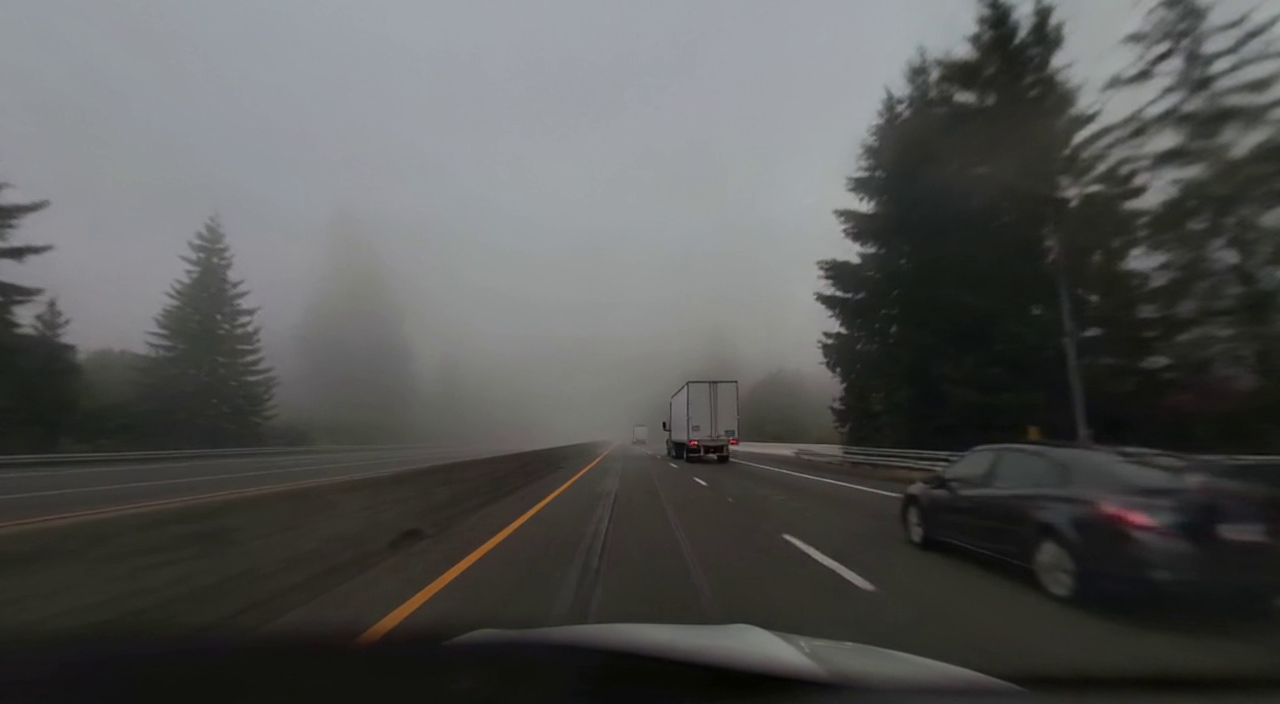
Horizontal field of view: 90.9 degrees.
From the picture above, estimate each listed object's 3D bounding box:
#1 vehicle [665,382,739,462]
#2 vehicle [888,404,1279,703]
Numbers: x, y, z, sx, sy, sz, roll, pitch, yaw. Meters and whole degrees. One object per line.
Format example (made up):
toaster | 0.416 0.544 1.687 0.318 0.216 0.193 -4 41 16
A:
vehicle | 3.329 4.245 37.213 2.911 3.994 10.840 0 -8 -2
vehicle | 3.657 1.223 4.621 1.984 1.482 3.833 0 -8 -2
